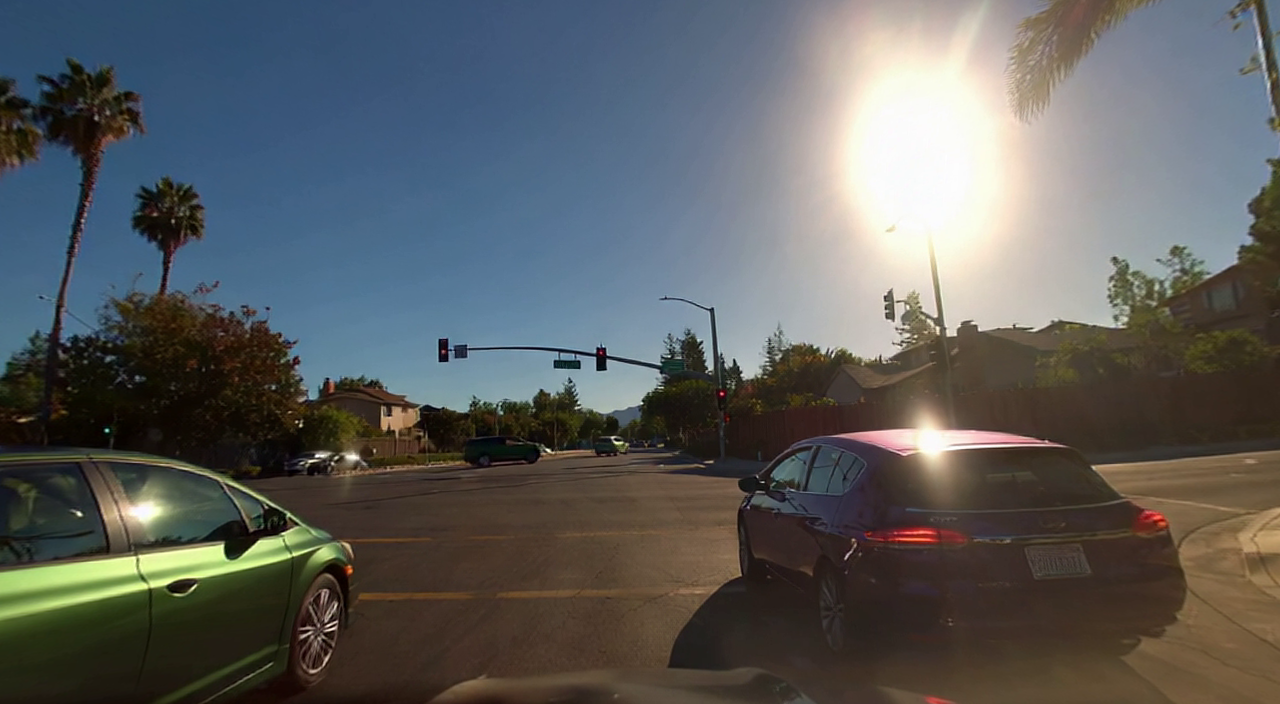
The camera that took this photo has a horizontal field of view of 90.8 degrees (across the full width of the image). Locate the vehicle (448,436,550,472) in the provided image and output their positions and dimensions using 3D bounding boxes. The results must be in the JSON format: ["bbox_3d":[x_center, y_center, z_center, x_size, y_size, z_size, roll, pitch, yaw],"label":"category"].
[{"bbox_3d":[-6.666,4.875,30.381,2.083,1.541,4.777,-5,-10,29],"label":"vehicle"}]

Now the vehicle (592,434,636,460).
[{"bbox_3d":[-1.857,7.105,47.141,2.393,1.775,5.204,-1,-9,7],"label":"vehicle"}]

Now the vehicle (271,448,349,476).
[{"bbox_3d":[-20.002,6.662,38.547,2.084,1.528,4.778,-1,-9,2],"label":"vehicle"}]
